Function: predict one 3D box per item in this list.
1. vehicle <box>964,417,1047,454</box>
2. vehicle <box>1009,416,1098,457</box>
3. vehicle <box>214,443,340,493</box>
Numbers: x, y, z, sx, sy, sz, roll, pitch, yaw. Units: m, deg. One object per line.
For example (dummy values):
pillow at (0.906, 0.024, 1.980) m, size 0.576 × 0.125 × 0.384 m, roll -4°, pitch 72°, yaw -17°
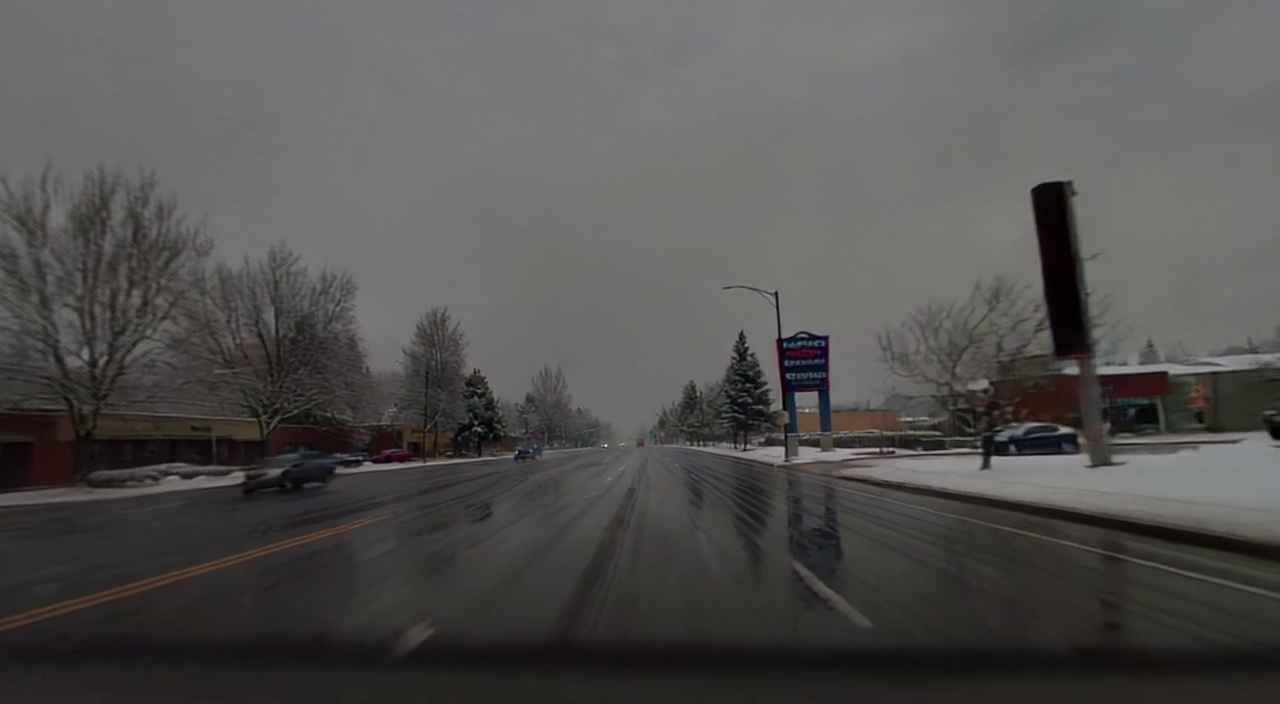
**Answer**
vehicle at (17.967, 4.135, 30.946) m, size 4.704 × 1.652 × 1.948 m, roll 7°, pitch -11°, yaw -40°
vehicle at (17.846, 3.663, 27.227) m, size 4.277 × 1.605 × 1.920 m, roll 7°, pitch -11°, yaw -40°
vehicle at (-13.379, 4.266, 23.694) m, size 1.961 × 1.670 × 4.583 m, roll 0°, pitch -8°, yaw 1°
